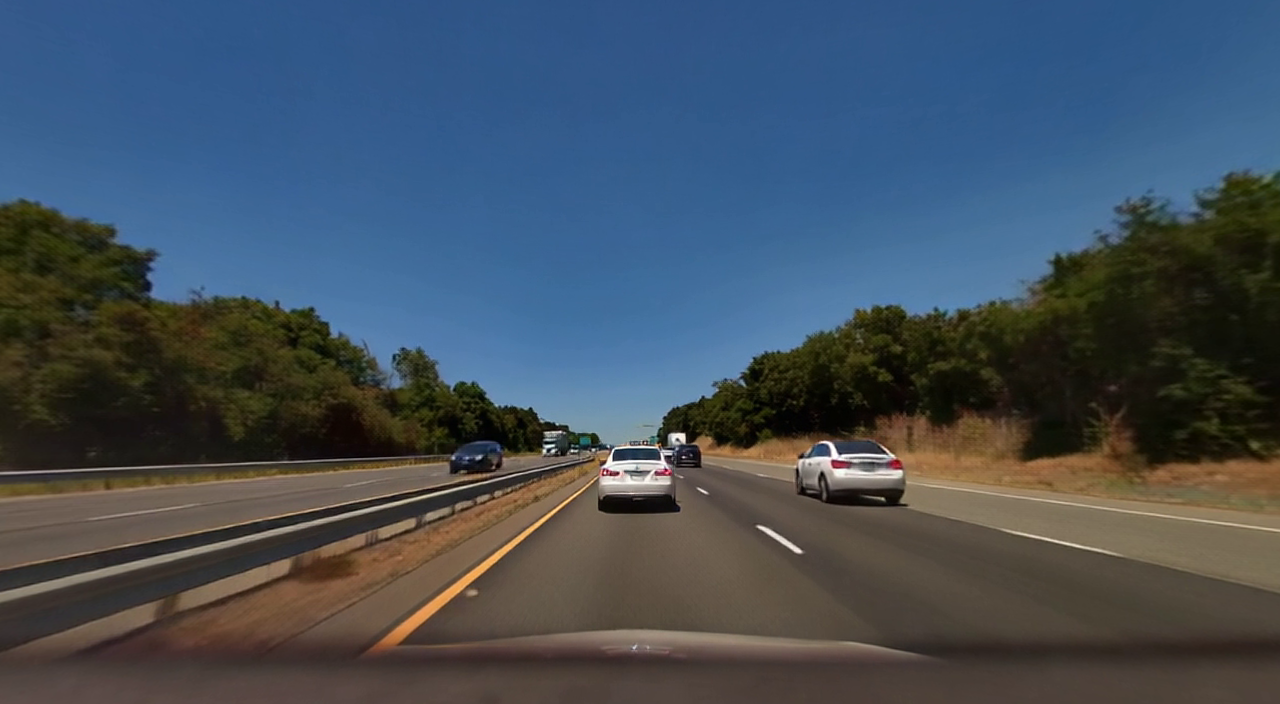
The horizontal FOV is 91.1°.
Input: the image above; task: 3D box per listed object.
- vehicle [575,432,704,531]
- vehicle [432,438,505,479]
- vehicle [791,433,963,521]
[{"bbox_3d":[-0.053,2.377,12.055,2.088,1.580,3.657,0,-9,-1],"label":"vehicle"},{"bbox_3d":[-8.661,5.446,32.317,2.178,1.875,5.264,-1,-9,1],"label":"vehicle"},{"bbox_3d":[4.650,2.502,13.063,1.931,1.516,3.995,0,-9,-1],"label":"vehicle"}]
